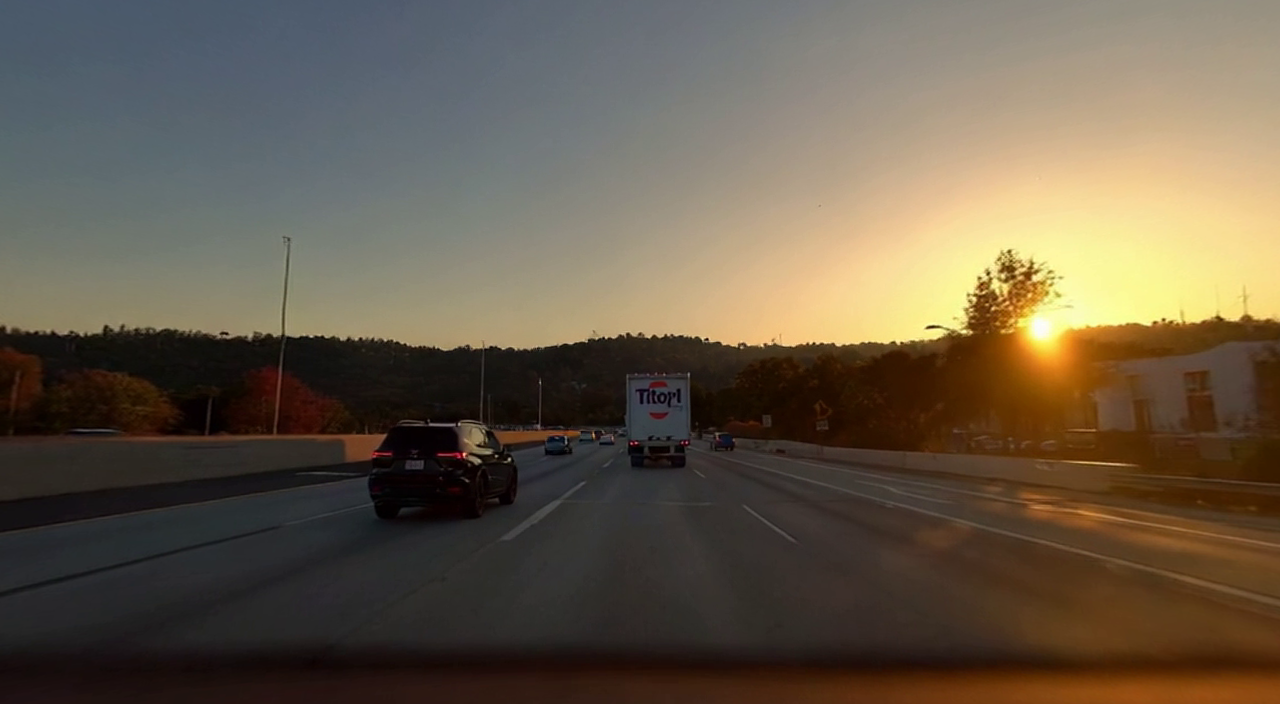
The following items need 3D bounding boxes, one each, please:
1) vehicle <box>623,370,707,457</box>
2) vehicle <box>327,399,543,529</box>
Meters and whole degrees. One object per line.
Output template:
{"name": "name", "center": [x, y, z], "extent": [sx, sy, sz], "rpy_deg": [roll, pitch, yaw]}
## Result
{"name": "vehicle", "center": [1.908, 3.634, 36.960], "extent": [3.657, 4.173, 13.731], "rpy_deg": [-1, -6, 7]}
{"name": "vehicle", "center": [-3.281, 1.937, 11.380], "extent": [2.178, 1.826, 4.933], "rpy_deg": [0, -8, 1]}
